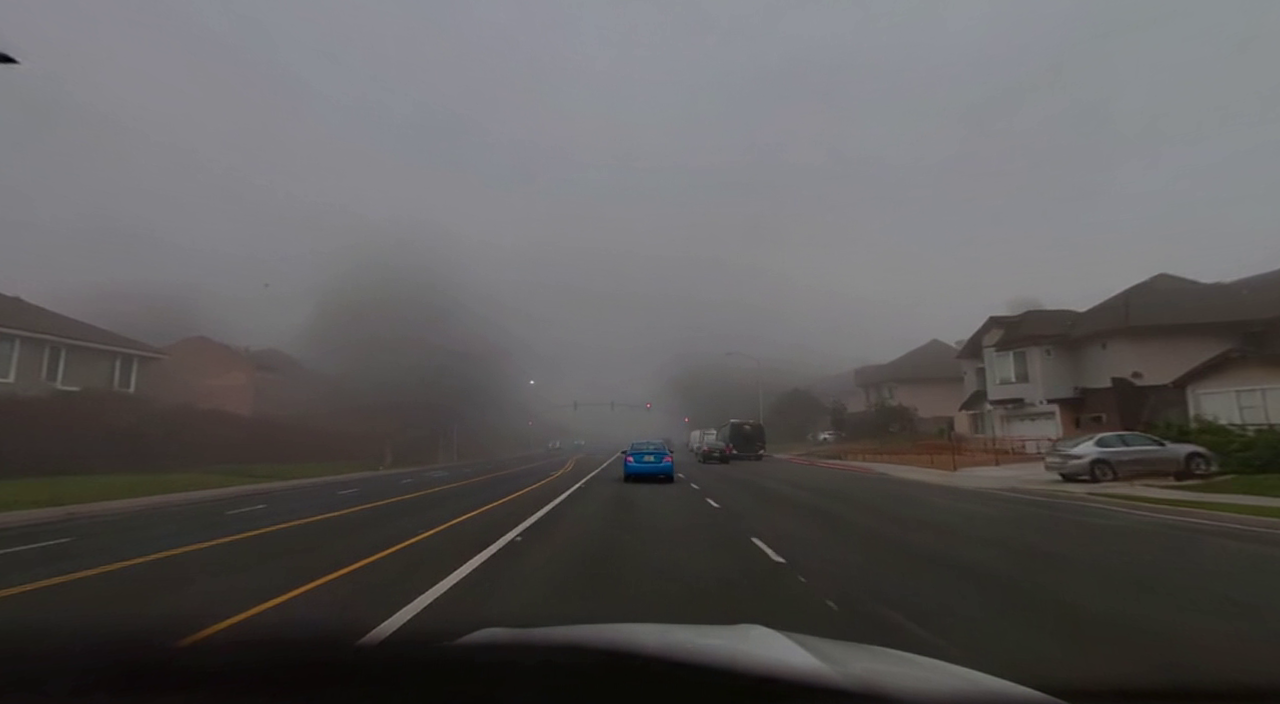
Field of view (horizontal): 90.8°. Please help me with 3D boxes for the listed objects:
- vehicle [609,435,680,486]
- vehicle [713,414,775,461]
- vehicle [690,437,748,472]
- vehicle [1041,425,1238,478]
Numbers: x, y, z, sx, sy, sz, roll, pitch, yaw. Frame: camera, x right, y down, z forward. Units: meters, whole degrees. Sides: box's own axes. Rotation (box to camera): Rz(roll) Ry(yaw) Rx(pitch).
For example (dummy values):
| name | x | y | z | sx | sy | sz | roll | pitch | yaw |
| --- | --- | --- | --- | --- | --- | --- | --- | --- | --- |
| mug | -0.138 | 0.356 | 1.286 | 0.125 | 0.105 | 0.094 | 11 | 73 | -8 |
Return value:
| name | x | y | z | sx | sy | sz | roll | pitch | yaw |
| --- | --- | --- | --- | --- | --- | --- | --- | --- | --- |
| vehicle | 0.129 | 3.507 | 20.684 | 2.093 | 1.497 | 4.010 | 0 | -9 | 0 |
| vehicle | 7.871 | 6.781 | 49.547 | 2.940 | 3.202 | 12.480 | 0 | -9 | 1 |
| vehicle | 3.581 | 4.758 | 29.480 | 2.161 | 1.519 | 4.568 | 0 | -9 | 0 |
| vehicle | 15.228 | 3.057 | 19.450 | 4.456 | 1.520 | 1.911 | 0 | -9 | -2 |
